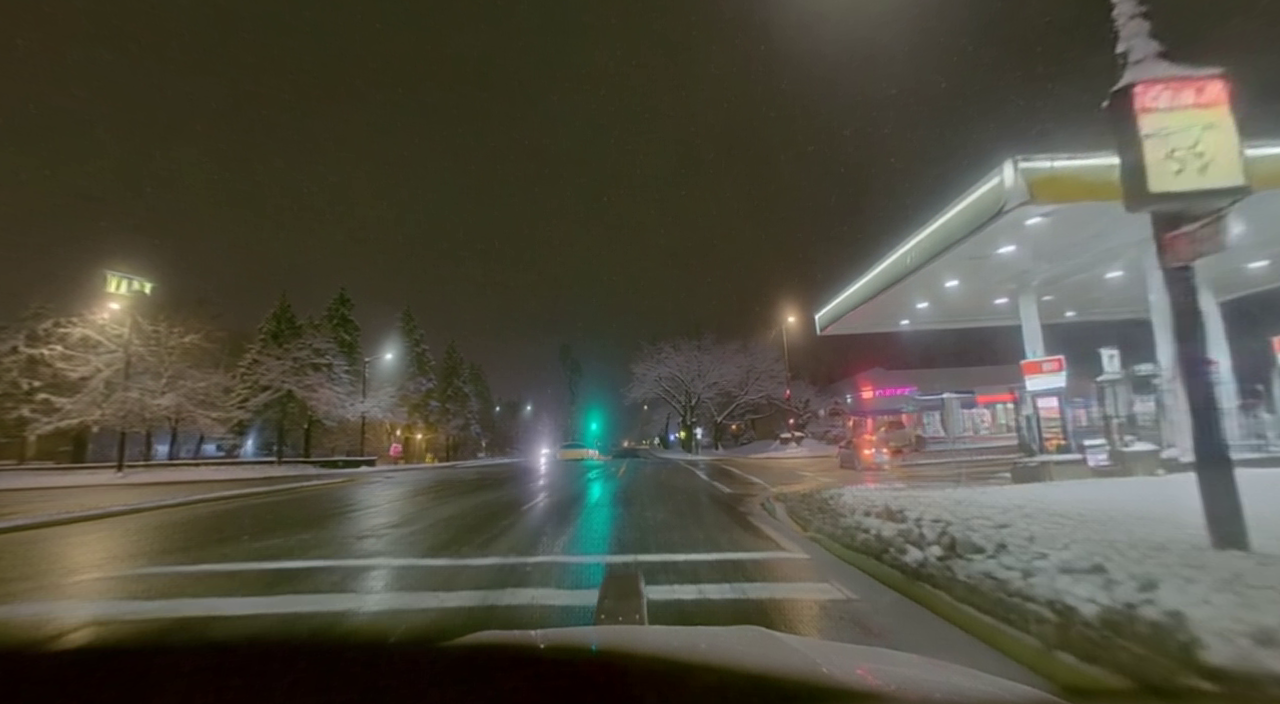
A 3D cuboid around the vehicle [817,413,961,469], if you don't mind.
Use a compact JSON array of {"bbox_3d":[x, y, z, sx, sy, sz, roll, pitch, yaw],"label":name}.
[{"bbox_3d":[9.591,3.479,24.543,4.640,1.800,2.026,-4,-8,0],"label":"vehicle"}]
